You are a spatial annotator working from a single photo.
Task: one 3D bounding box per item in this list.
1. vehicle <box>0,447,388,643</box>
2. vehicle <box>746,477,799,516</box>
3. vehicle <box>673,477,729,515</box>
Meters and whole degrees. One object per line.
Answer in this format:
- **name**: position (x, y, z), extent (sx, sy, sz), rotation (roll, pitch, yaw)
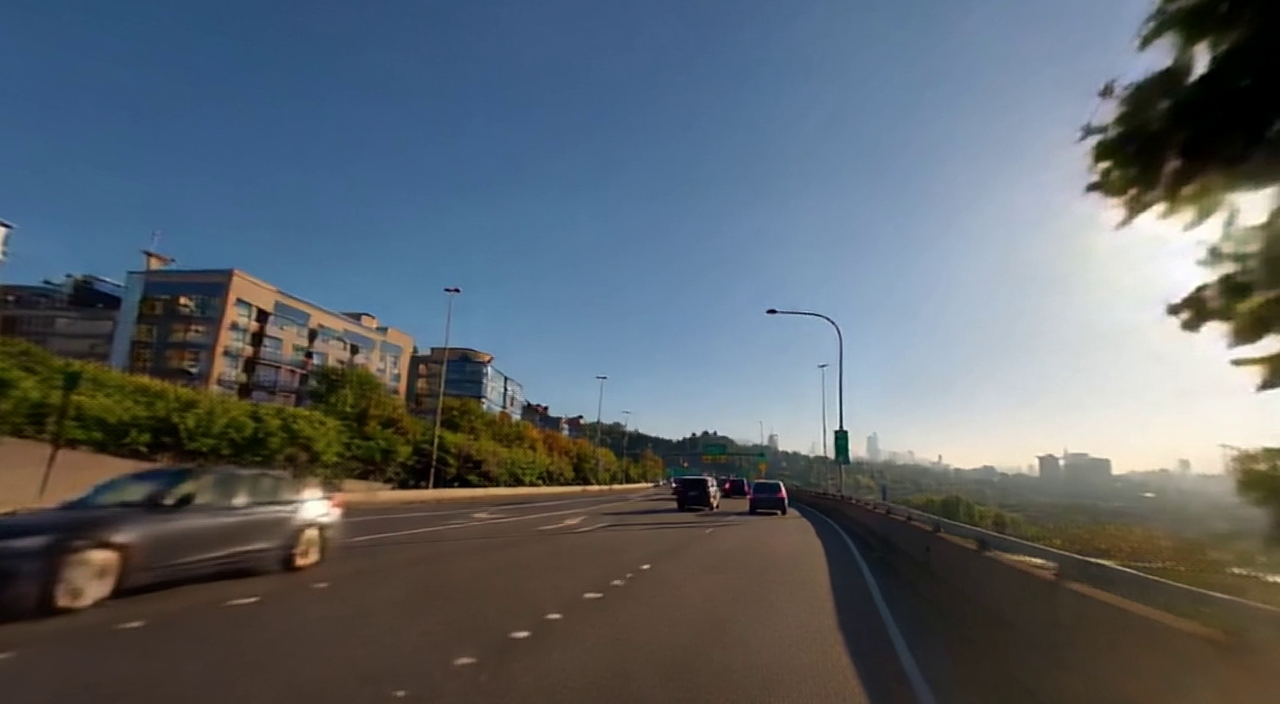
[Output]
- **vehicle**: position (-5.432, 1.952, 7.403), extent (2.107, 1.502, 4.705), rotation (-1, -11, 15)
- **vehicle**: position (5.941, 6.412, 28.219), extent (2.129, 1.471, 4.258), rotation (-1, -11, 12)
- **vehicle**: position (2.899, 6.527, 28.931), extent (2.030, 1.441, 4.806), rotation (-1, -11, 12)
